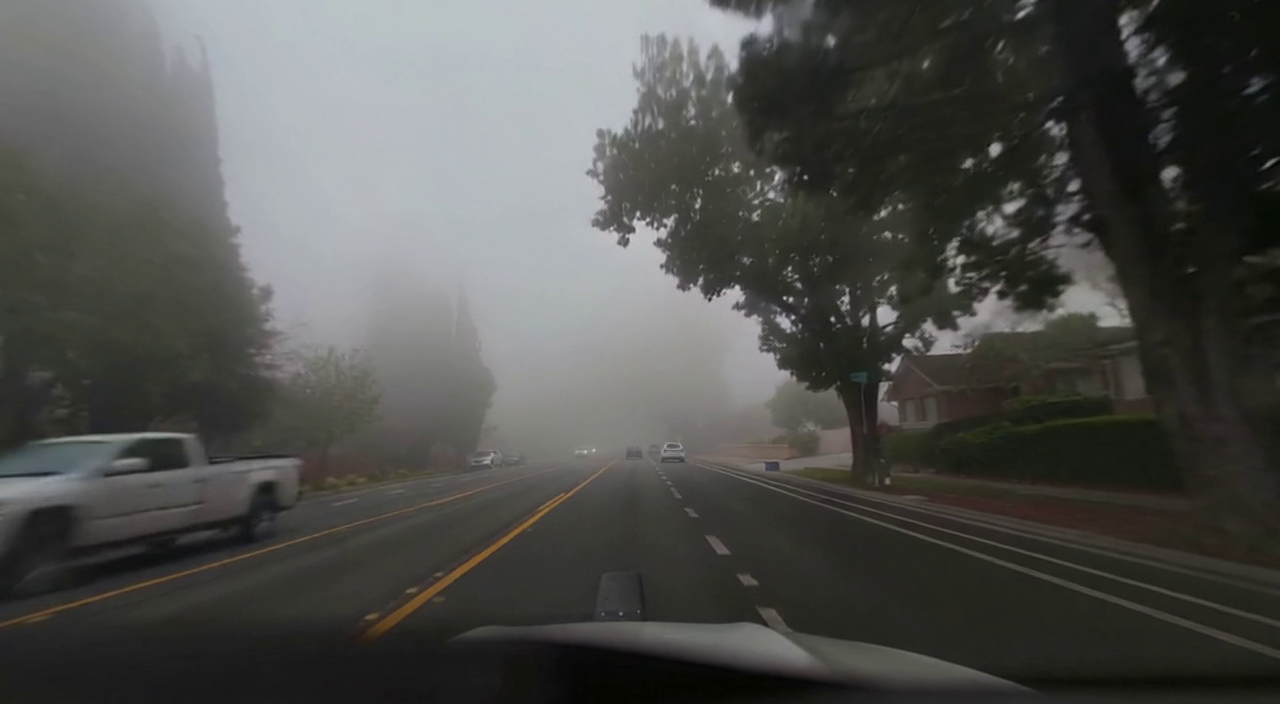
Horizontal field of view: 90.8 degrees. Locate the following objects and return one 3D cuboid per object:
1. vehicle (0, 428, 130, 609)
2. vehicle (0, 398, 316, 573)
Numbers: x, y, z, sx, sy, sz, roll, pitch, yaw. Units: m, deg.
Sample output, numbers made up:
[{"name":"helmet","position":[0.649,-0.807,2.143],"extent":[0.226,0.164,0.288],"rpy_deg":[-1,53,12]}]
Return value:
[{"name":"vehicle","position":[-6.926,1.410,4.952],"extent":[1.944,1.655,4.607],"rpy_deg":[0,-9,1]},{"name":"vehicle","position":[-6.881,1.876,9.441],"extent":[2.137,2.095,3.415],"rpy_deg":[0,-9,1]}]
